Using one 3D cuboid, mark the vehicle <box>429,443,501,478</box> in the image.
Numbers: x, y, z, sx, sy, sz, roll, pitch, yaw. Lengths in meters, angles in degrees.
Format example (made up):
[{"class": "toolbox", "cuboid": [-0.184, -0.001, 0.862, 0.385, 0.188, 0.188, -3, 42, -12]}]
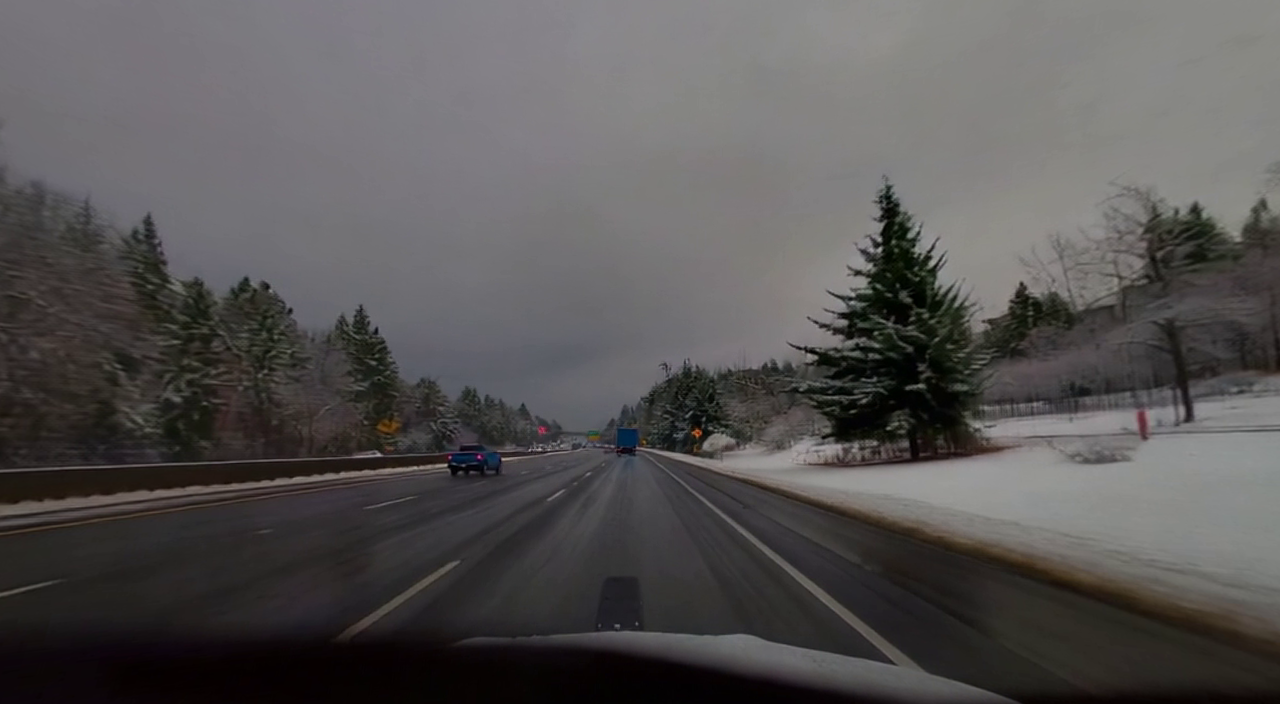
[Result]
[{"class": "vehicle", "cuboid": [-8.175, 5.100, 29.975, 2.155, 1.504, 4.490, 0, -8, 0]}]
